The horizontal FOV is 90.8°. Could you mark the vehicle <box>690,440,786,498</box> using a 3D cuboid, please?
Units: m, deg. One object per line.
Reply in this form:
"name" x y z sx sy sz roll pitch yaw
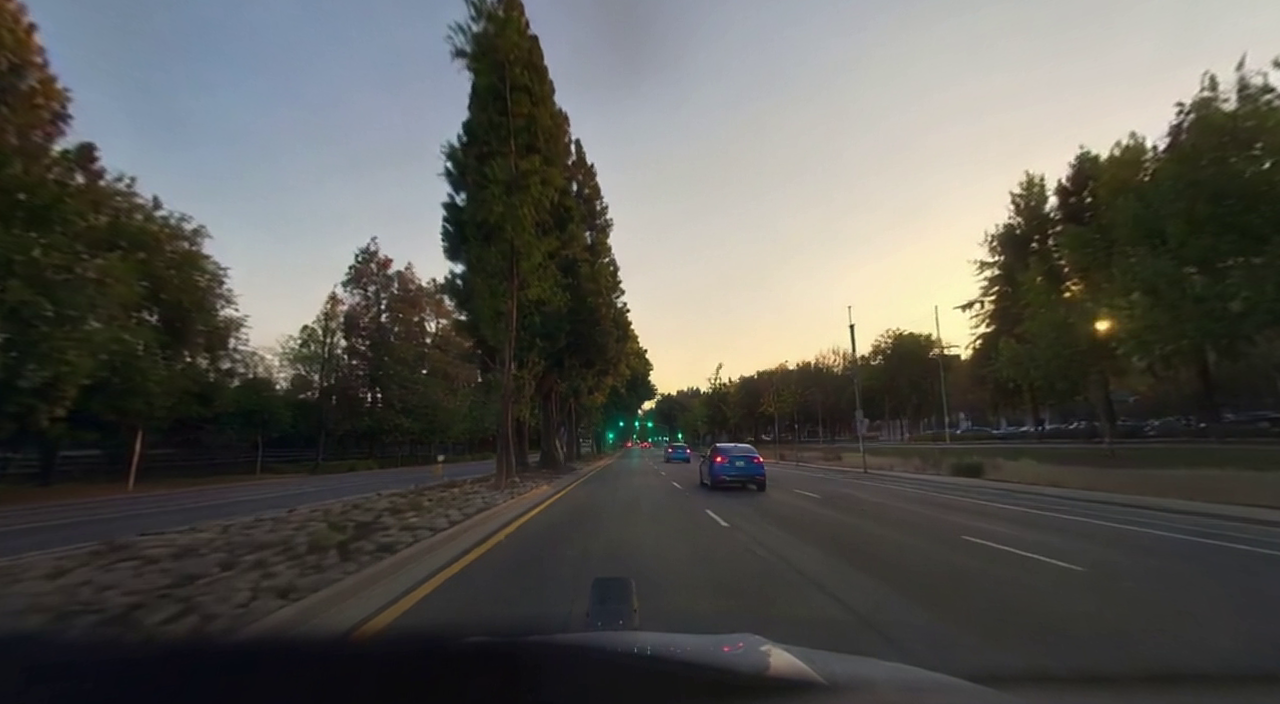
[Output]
"vehicle" 2.711 3.348 18.508 2.056 1.483 4.091 0 -8 -2
